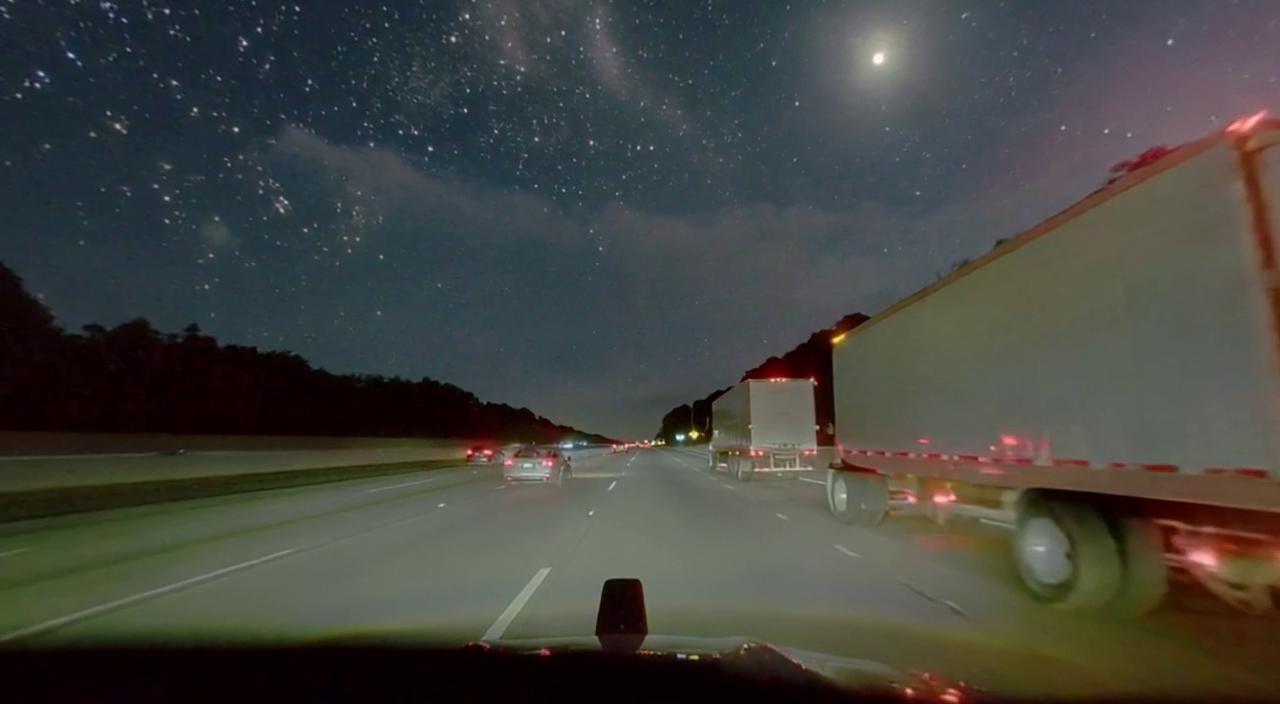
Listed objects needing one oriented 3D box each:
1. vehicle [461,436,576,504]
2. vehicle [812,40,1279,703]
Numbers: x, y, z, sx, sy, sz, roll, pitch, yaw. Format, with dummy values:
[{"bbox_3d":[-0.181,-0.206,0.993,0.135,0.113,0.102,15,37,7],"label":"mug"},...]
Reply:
[{"bbox_3d":[-2.890,2.904,16.027,1.981,1.473,4.317,0,-8,1],"label":"vehicle"},{"bbox_3d":[4.011,0.679,5.762,2.732,3.052,7.118,0,-8,-1],"label":"vehicle"}]
